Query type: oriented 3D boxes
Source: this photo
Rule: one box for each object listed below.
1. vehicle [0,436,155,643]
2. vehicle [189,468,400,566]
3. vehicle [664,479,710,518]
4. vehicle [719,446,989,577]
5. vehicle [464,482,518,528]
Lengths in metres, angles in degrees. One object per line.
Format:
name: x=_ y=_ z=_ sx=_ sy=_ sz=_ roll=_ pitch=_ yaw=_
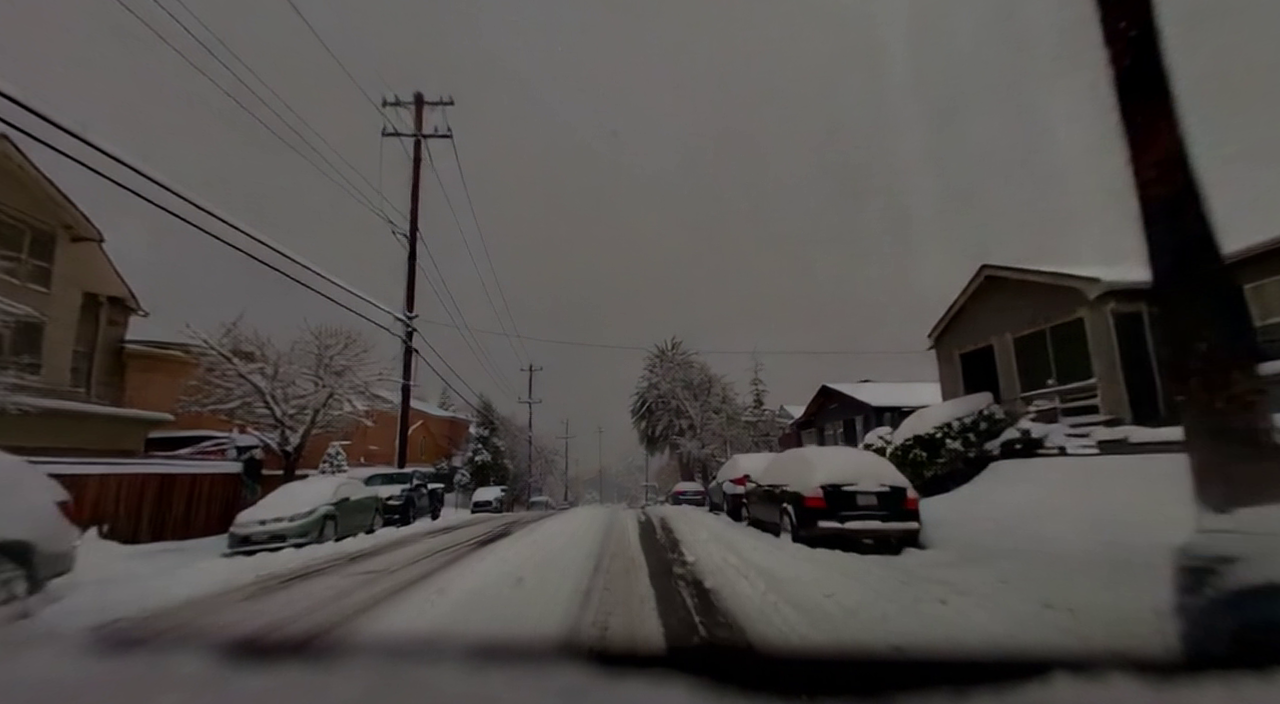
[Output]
vehicle: x=-6.208 y=1.479 z=4.671 sx=1.887 sy=1.706 sz=4.411 roll=0 pitch=-8 yaw=-4
vehicle: x=-6.706 y=3.213 z=12.911 sx=1.960 sy=1.437 sz=4.454 roll=0 pitch=-8 yaw=-3
vehicle: x=2.104 y=6.739 z=29.257 sx=1.756 sy=1.455 sz=3.965 roll=0 pitch=-8 yaw=-1
vehicle: x=2.844 y=2.222 z=9.805 sx=2.212 sy=1.476 sz=4.678 roll=1 pitch=-8 yaw=-5
vehicle: x=-7.557 y=7.780 z=32.372 sx=1.933 sy=1.824 sz=5.142 roll=0 pitch=-8 yaw=-5
